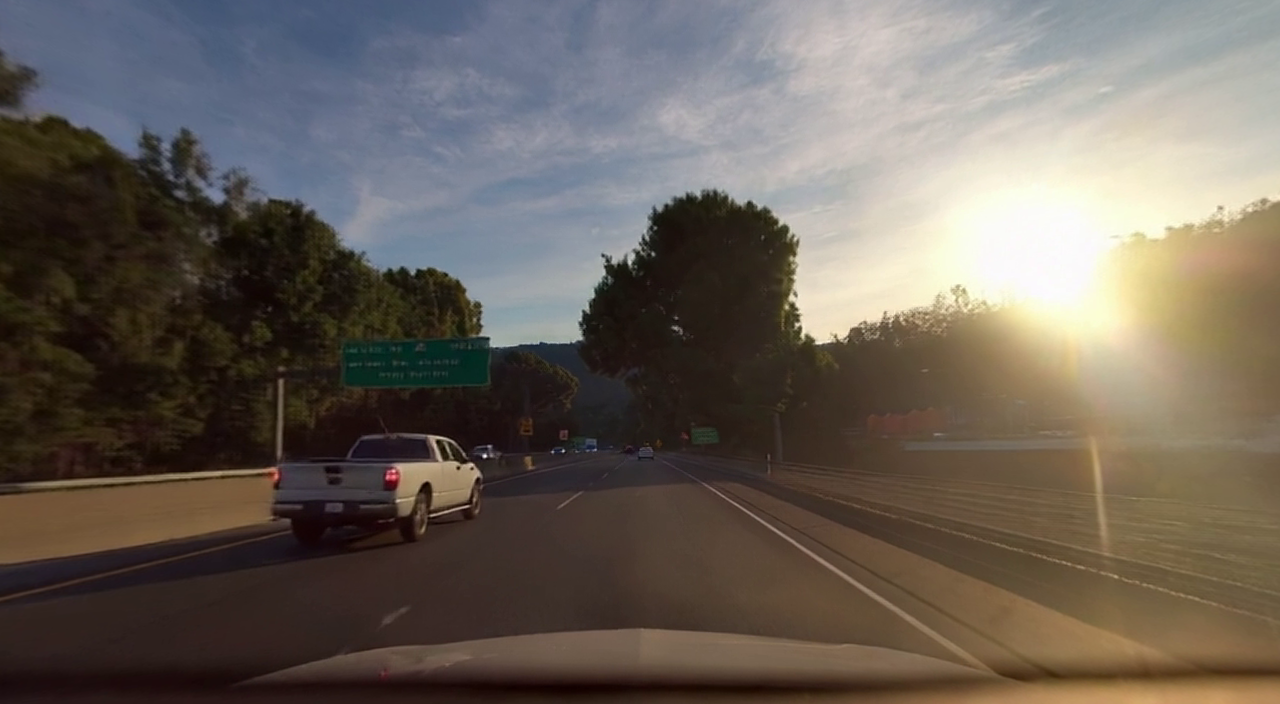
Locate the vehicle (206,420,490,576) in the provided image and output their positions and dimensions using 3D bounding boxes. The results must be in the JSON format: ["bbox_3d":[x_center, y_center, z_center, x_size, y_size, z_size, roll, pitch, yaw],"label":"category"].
[{"bbox_3d":[-3.594,1.863,8.766,2.009,1.638,3.968,0,-9,0],"label":"vehicle"}]
